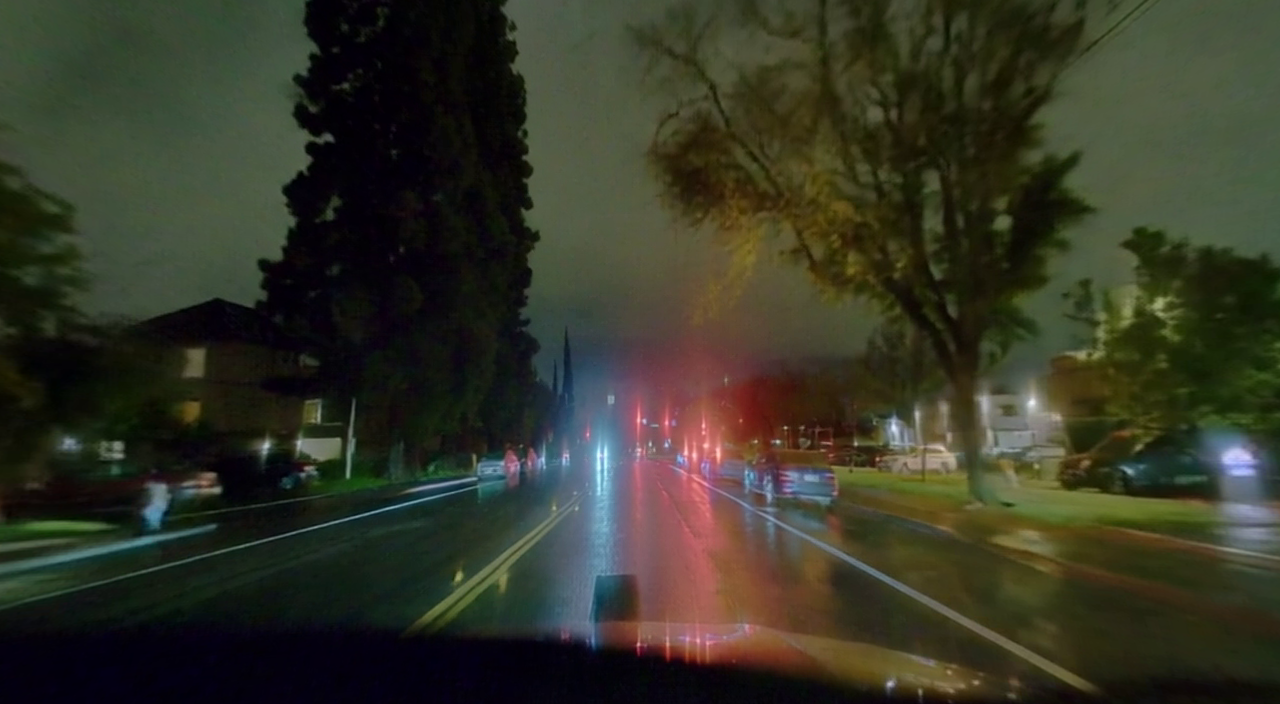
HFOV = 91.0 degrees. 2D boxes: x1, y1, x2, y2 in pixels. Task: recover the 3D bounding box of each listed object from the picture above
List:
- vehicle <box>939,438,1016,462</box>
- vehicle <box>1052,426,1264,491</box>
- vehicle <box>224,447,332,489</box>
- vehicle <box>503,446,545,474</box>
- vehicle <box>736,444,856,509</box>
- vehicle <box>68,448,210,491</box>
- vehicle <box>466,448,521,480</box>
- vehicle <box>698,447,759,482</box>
[{"bbox_3d":[25.511,7.437,47.633,4.572,1.771,2.081,0,-9,1],"label":"vehicle"},{"bbox_3d":[12.725,2.623,15.634,3.731,1.491,1.678,0,-9,-1],"label":"vehicle"},{"bbox_3d":[-14.252,4.545,25.052,1.921,1.518,3.799,0,-9,2],"label":"vehicle"},{"bbox_3d":[-7.603,7.084,41.647,1.994,1.718,4.518,0,-9,-1],"label":"vehicle"},{"bbox_3d":[3.962,3.238,16.941,2.005,1.466,4.767,0,-9,0],"label":"vehicle"},{"bbox_3d":[-20.129,4.747,25.627,1.880,1.510,4.758,-2,-10,0],"label":"vehicle"},{"bbox_3d":[-7.619,5.857,33.083,1.976,1.554,3.654,0,-9,1],"label":"vehicle"},{"bbox_3d":[3.856,4.982,28.182,2.036,1.405,4.312,0,-9,-1],"label":"vehicle"}]
